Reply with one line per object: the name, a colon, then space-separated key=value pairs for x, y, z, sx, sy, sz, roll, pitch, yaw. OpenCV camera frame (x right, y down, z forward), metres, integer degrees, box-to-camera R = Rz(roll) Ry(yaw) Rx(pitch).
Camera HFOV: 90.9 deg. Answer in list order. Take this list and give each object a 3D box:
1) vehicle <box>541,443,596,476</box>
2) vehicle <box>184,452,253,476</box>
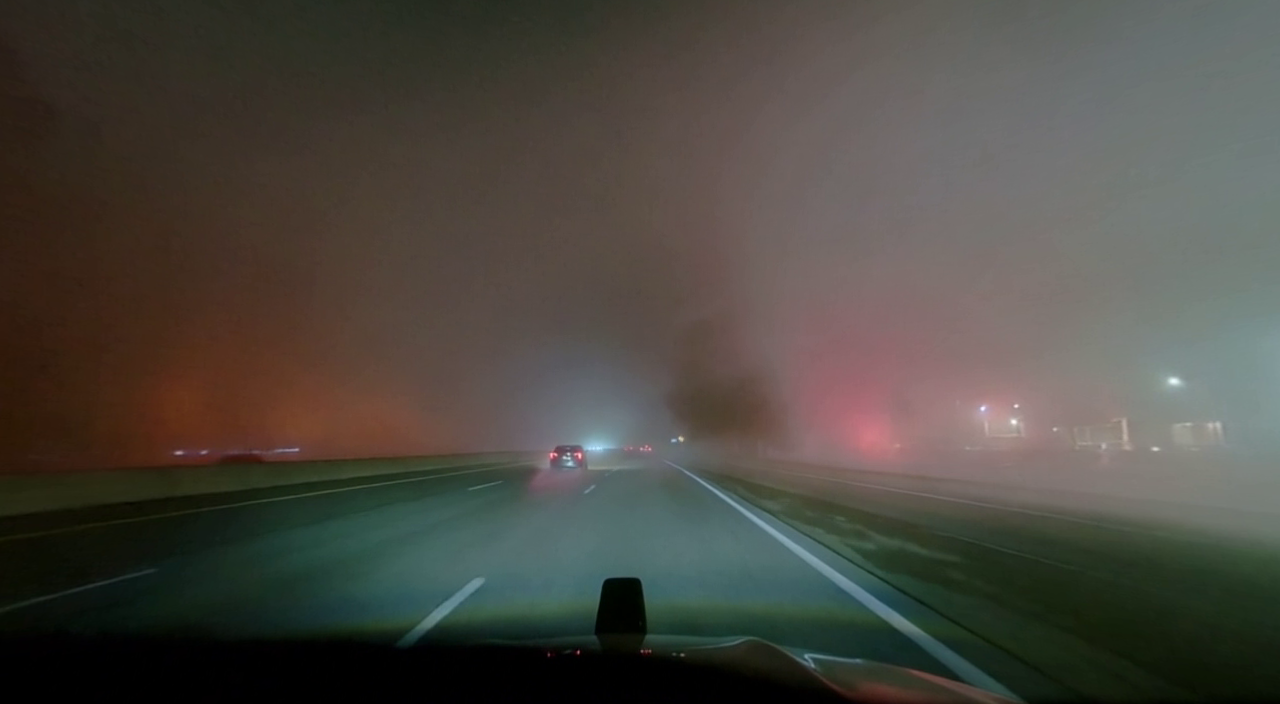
vehicle: x=-3.359 y=5.171 z=30.522 sx=2.128 sy=1.450 sz=4.078 roll=0 pitch=-9 yaw=1
vehicle: x=-27.891 y=7.392 z=41.894 sx=1.723 sy=1.434 sz=4.095 roll=0 pitch=-9 yaw=0
